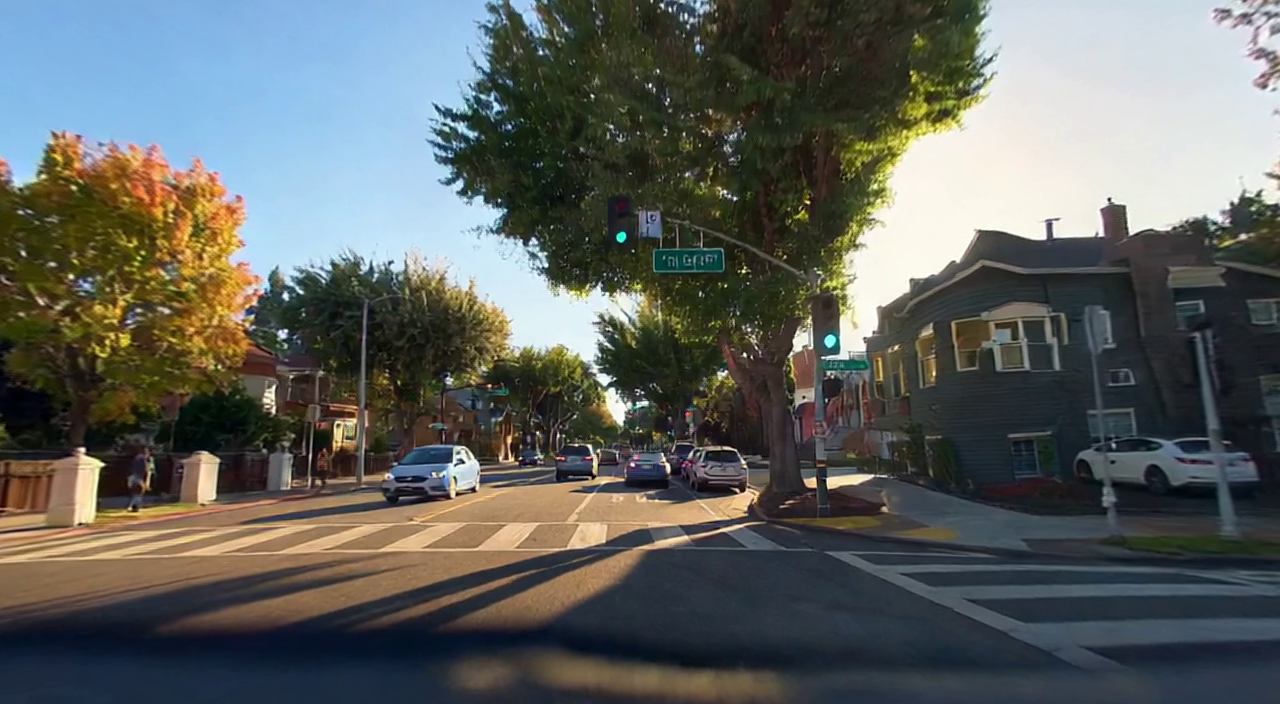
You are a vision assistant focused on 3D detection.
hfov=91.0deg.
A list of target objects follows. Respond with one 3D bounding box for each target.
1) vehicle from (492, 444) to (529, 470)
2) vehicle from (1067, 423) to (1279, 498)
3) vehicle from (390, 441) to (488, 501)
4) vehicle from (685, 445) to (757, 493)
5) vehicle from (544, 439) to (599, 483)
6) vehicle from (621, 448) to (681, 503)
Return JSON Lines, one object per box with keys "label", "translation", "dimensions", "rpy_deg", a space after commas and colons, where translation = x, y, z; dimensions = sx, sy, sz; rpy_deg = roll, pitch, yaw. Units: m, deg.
{"label": "vehicle", "translation": [-9.414, 7.660, 46.070], "dimensions": [1.850, 1.720, 4.237], "rpy_deg": [-2, -8, 0]}
{"label": "vehicle", "translation": [13.907, 2.770, 16.461], "dimensions": [1.871, 1.651, 5.002], "rpy_deg": [0, -8, -1]}
{"label": "vehicle", "translation": [-6.230, 3.702, 20.032], "dimensions": [1.976, 1.689, 4.071], "rpy_deg": [1, -8, -3]}
{"label": "vehicle", "translation": [2.814, 4.173, 22.871], "dimensions": [1.905, 1.589, 4.028], "rpy_deg": [1, -8, -3]}
{"label": "vehicle", "translation": [-3.004, 4.875, 28.482], "dimensions": [1.983, 1.841, 4.013], "rpy_deg": [0, -8, 1]}
{"label": "vehicle", "translation": [0.251, 3.534, 18.303], "dimensions": [1.485, 1.385, 3.283], "rpy_deg": [2, -9, -3]}
